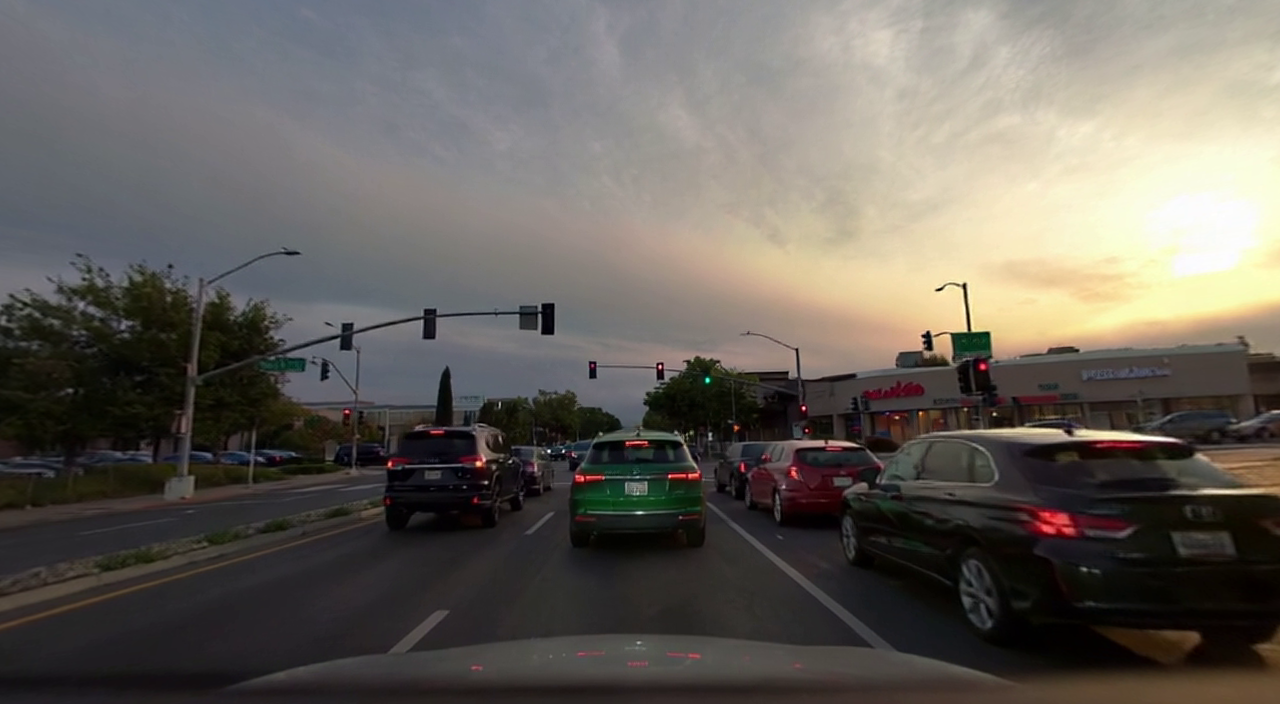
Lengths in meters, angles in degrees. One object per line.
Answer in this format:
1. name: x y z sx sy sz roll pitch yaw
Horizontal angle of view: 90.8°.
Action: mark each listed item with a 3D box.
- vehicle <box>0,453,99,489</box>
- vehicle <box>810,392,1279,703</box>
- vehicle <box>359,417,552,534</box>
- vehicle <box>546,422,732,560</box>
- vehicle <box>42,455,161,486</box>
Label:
1. vehicle: -28.035 5.430 28.910 4.469 1.498 1.908 4 -9 -25
2. vehicle: 2.944 1.261 5.086 1.922 1.508 4.330 0 -9 0
3. vehicle: -3.045 2.166 11.634 2.180 1.708 4.397 0 -9 1
4. vehicle: -0.018 1.840 9.005 2.071 1.525 3.723 0 -9 0
5. vehicle: -27.246 5.972 32.152 4.107 1.427 1.883 3 -9 -23
